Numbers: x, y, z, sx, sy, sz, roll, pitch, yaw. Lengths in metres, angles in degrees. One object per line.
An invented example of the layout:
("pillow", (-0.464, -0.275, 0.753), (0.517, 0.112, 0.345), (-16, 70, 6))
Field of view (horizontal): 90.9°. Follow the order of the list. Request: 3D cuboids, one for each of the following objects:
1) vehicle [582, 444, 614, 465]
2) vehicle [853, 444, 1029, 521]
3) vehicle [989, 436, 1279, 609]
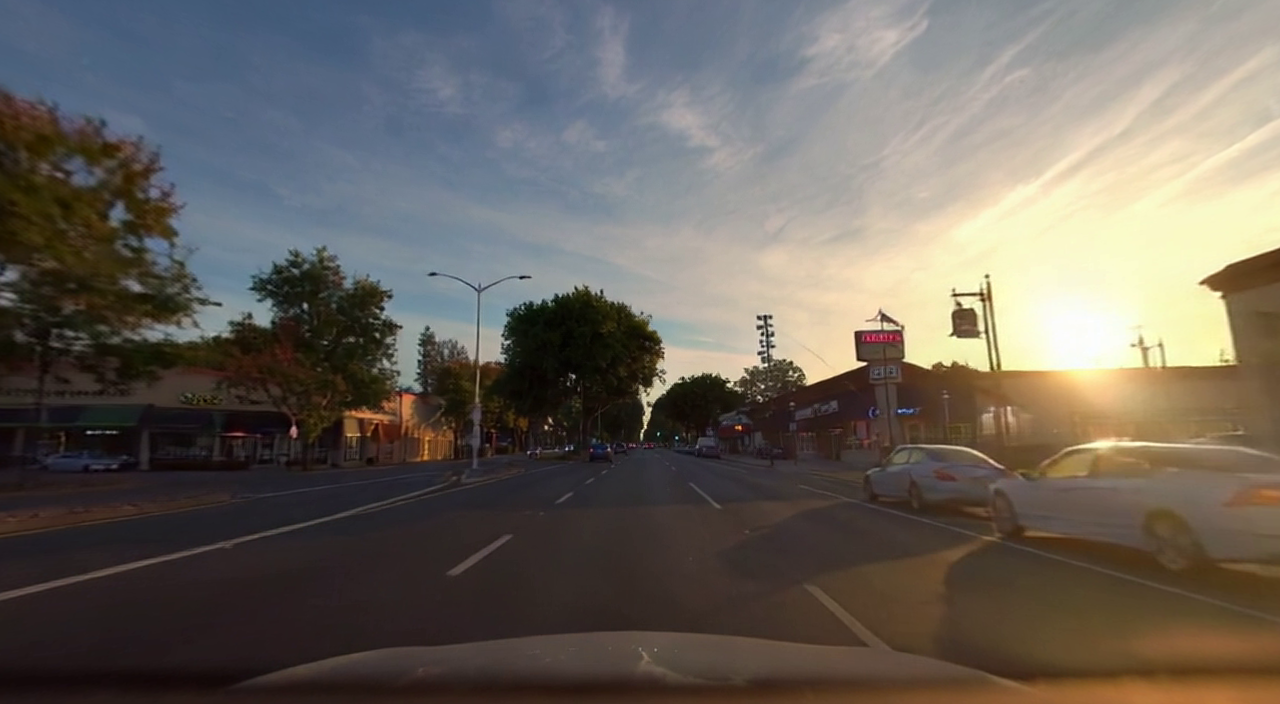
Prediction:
("vehicle", (-3.022, 7.498, 46.286), (2.005, 1.446, 4.265), (0, -9, 1))
("vehicle", (6.692, 2.908, 14.704), (1.923, 1.482, 4.558), (0, -9, 1))
("vehicle", (6.589, 1.825, 7.679), (1.869, 1.516, 4.767), (0, -9, -1))
